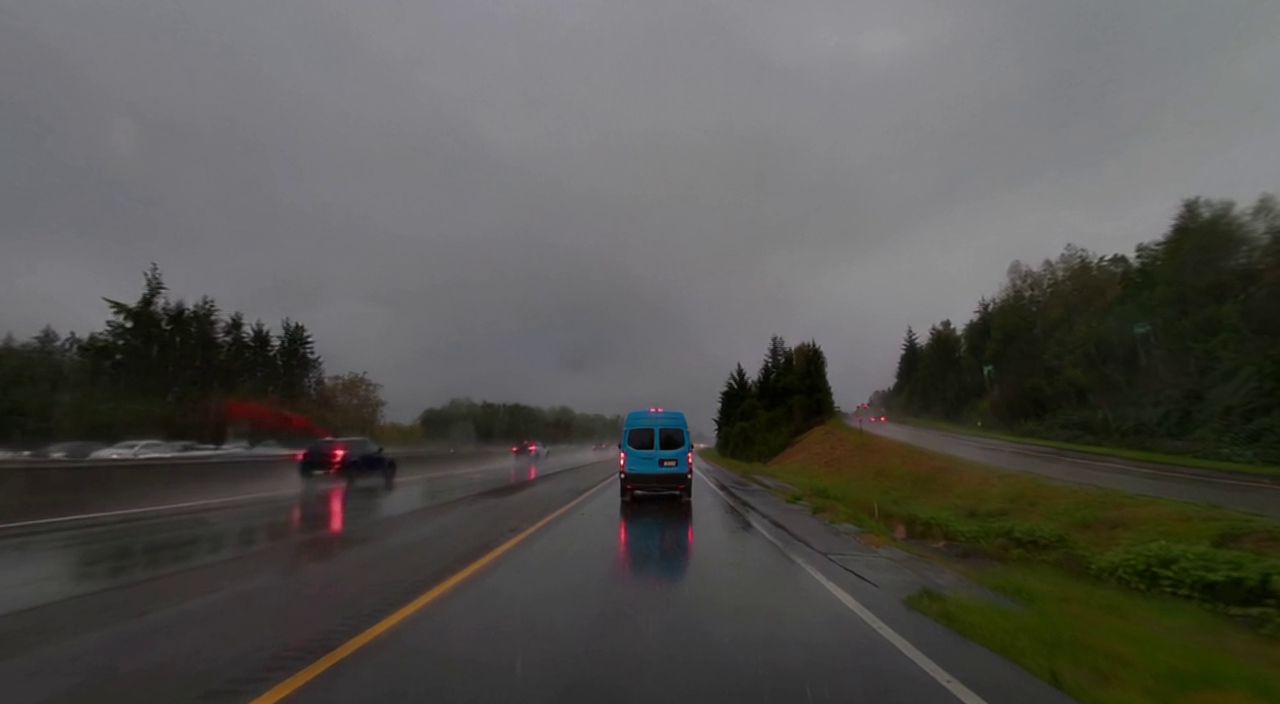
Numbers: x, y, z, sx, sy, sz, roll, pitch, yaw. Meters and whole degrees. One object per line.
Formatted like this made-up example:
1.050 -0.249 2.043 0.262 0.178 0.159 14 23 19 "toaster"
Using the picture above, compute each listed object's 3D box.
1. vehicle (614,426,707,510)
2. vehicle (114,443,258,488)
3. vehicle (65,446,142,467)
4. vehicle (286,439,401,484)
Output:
0.439 2.875 16.171 2.043 1.821 4.558 0 -8 0 "vehicle"
-16.700 4.163 23.538 1.933 1.485 4.454 -1 -8 3 "vehicle"
-40.820 7.963 48.116 1.803 1.464 4.455 -1 -8 3 "vehicle"
-12.296 4.544 26.689 2.050 1.676 5.319 -1 -8 3 "vehicle"
